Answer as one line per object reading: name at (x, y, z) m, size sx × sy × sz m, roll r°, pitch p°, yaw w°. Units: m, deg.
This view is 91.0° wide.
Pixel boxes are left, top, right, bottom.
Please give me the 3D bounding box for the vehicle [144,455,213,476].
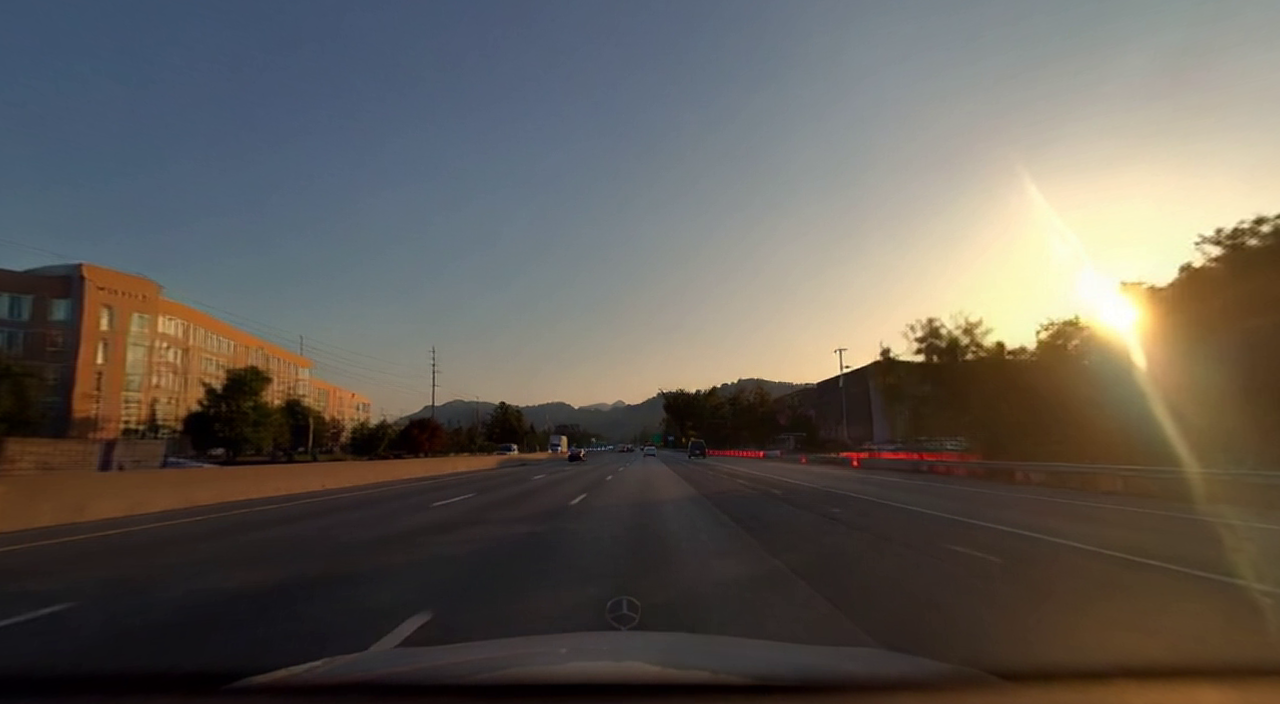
vehicle at (-35.840, 8.830, 48.964) m, size 3.890 × 1.540 × 1.824 m, roll 0°, pitch -9°, yaw 0°
